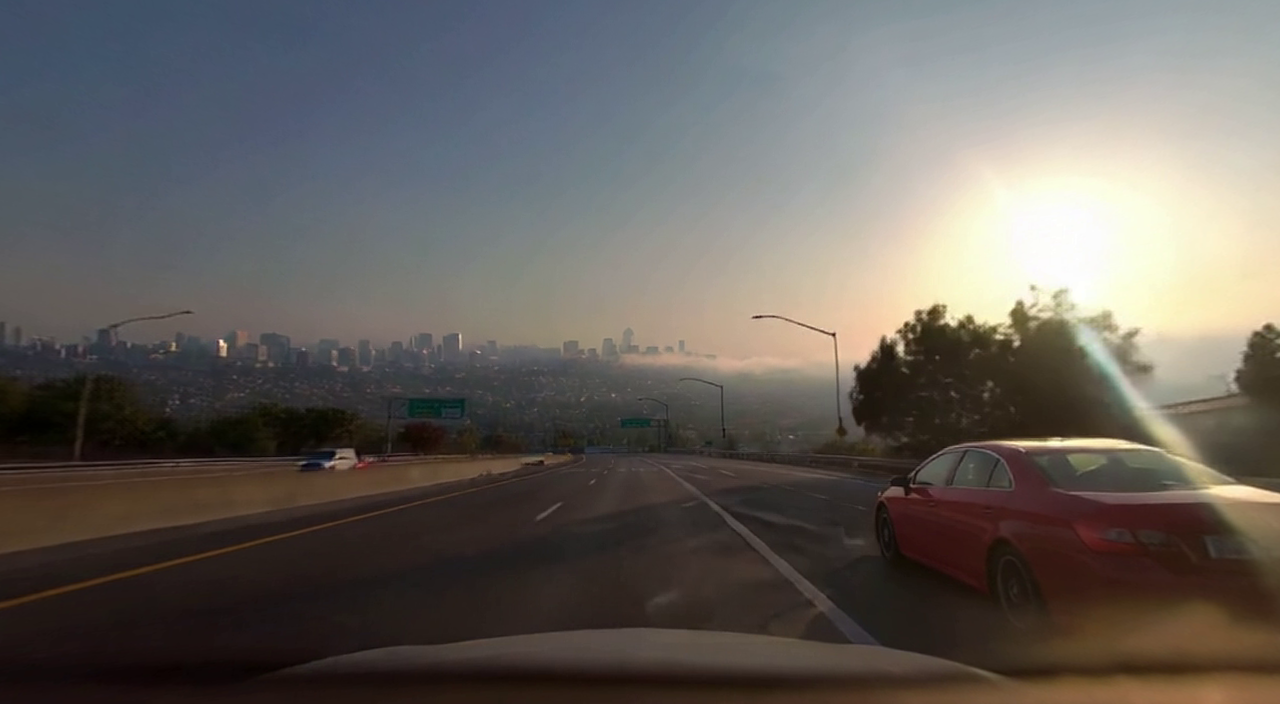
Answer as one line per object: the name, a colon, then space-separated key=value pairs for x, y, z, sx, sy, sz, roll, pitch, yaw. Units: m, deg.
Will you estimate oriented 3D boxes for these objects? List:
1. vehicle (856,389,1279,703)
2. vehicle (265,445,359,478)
vehicle: x=3.677 y=1.297 z=5.172 sx=2.104 sy=1.575 sz=4.698 roll=0 pitch=-9 yaw=-1
vehicle: x=-24.050 y=8.022 z=46.739 sx=2.931 sy=2.148 sz=7.601 roll=0 pitch=-9 yaw=-1
